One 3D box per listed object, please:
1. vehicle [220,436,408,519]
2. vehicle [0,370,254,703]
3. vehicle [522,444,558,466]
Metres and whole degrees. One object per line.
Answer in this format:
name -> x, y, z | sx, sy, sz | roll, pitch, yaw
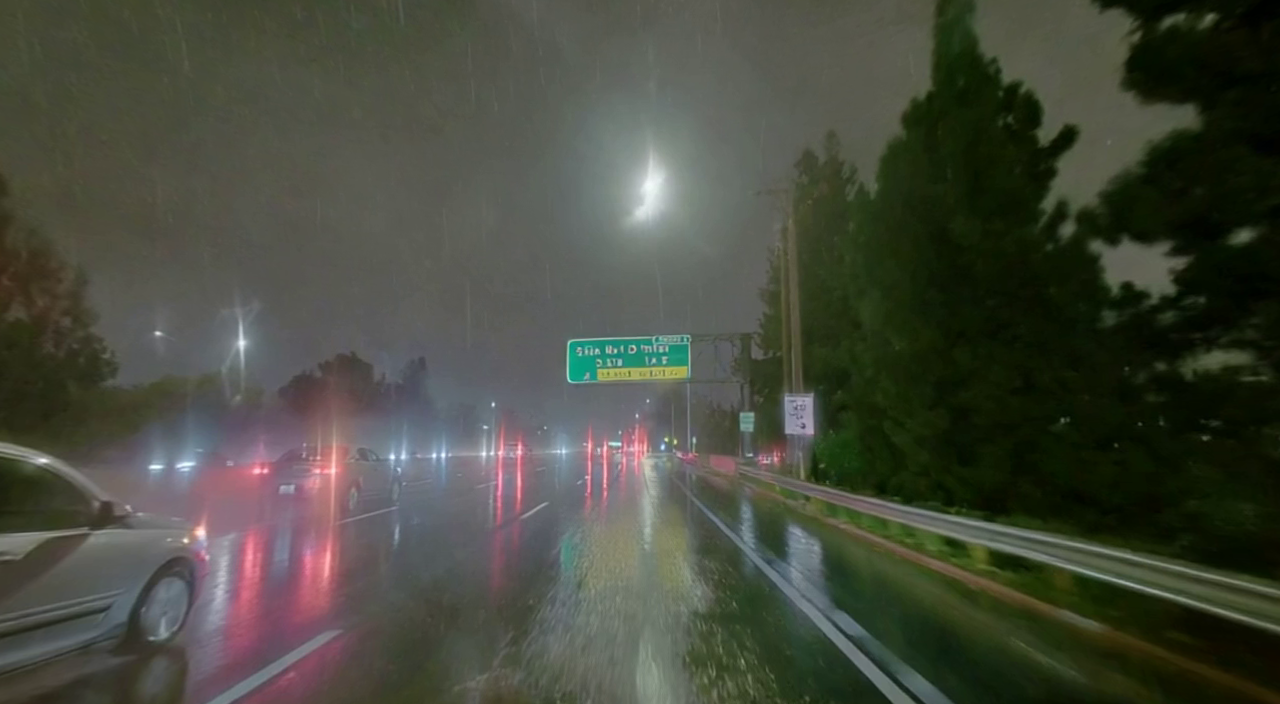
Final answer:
vehicle -> -7.530, 2.919, 15.219 | 2.071, 1.661, 4.540 | 0, -9, 0
vehicle -> -3.919, 0.876, 2.314 | 2.036, 1.717, 4.592 | 0, -9, 1
vehicle -> -7.690, 7.970, 48.850 | 2.075, 1.642, 4.638 | 0, -8, 0
